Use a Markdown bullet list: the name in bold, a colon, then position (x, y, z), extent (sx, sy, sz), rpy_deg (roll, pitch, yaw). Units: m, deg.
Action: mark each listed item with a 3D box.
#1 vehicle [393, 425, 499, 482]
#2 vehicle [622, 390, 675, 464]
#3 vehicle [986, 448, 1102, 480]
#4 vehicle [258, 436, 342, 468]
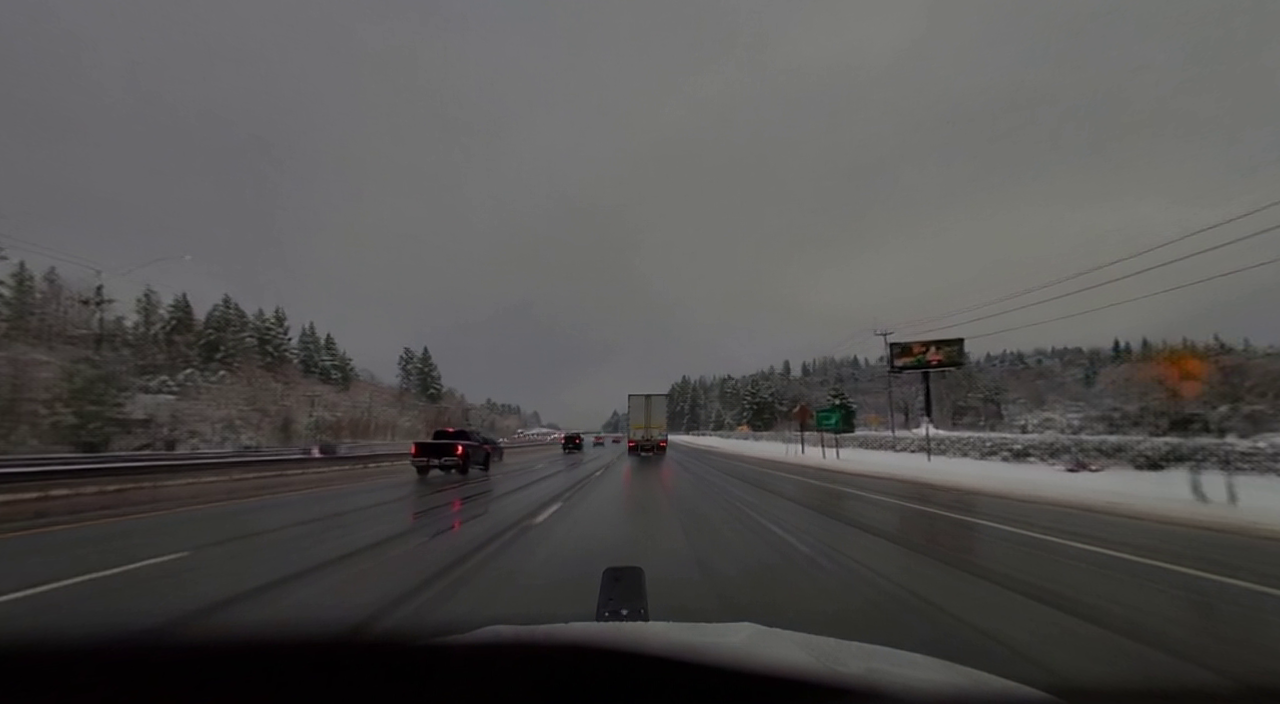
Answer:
- **vehicle**: position (-6.971, 3.723, 23.434), extent (2.197, 1.847, 5.364), rpy_deg (0, -8, 1)
- **vehicle**: position (0.691, 4.939, 40.413), extent (2.879, 4.027, 11.243), rpy_deg (-1, -8, 2)
- **vehicle**: position (20.548, 5.700, 32.353), extent (1.757, 1.437, 4.897), rpy_deg (6, -10, -20)
- **vehicle**: position (-17.286, 5.101, 32.340), extent (1.892, 1.530, 4.227), rpy_deg (0, -8, 1)
